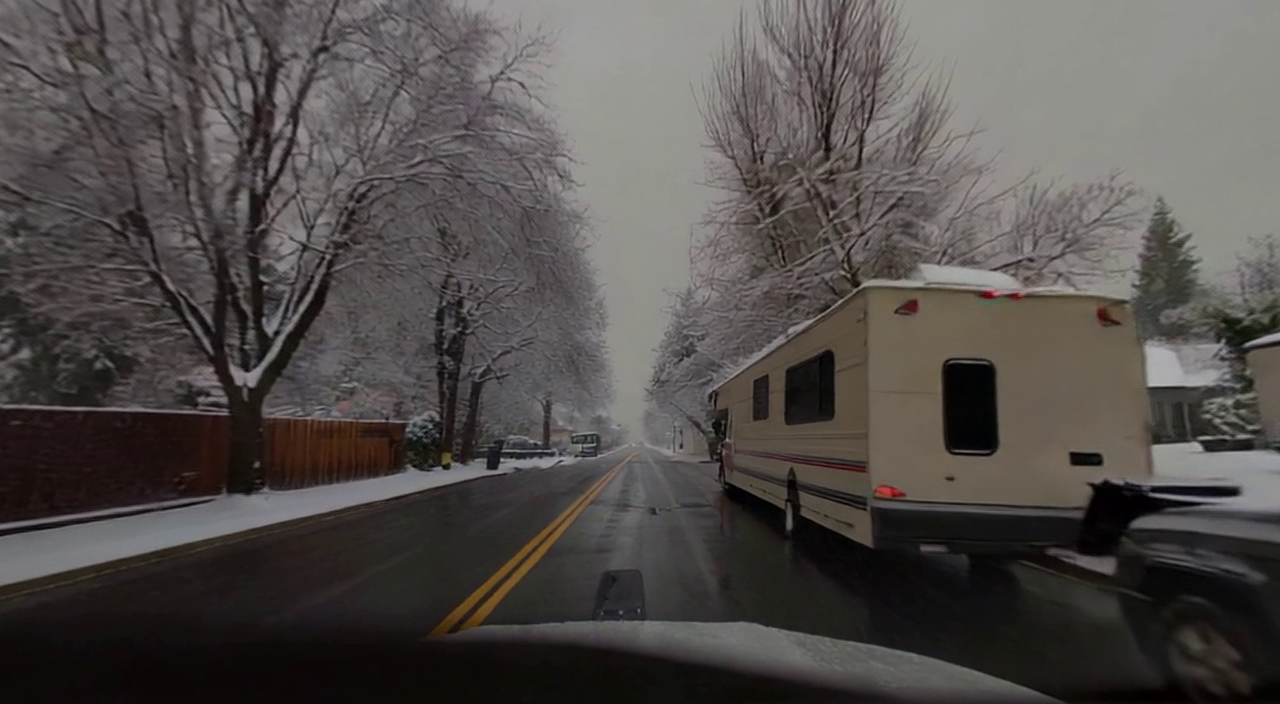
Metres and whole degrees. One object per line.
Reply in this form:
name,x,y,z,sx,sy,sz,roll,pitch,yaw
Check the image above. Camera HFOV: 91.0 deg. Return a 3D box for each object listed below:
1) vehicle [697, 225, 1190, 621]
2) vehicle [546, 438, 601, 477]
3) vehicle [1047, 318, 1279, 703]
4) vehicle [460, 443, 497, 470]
vehicle,3.087,1.315,11.023,3.052,3.440,11.052,-1,-8,0
vehicle,-3.241,5.245,31.572,2.194,1.763,4.288,0,-8,1
vehicle,3.315,0.606,1.133,1.980,1.782,4.627,0,-8,-1
vehicle,-11.932,7.721,46.734,2.111,1.856,4.803,0,-9,-8
